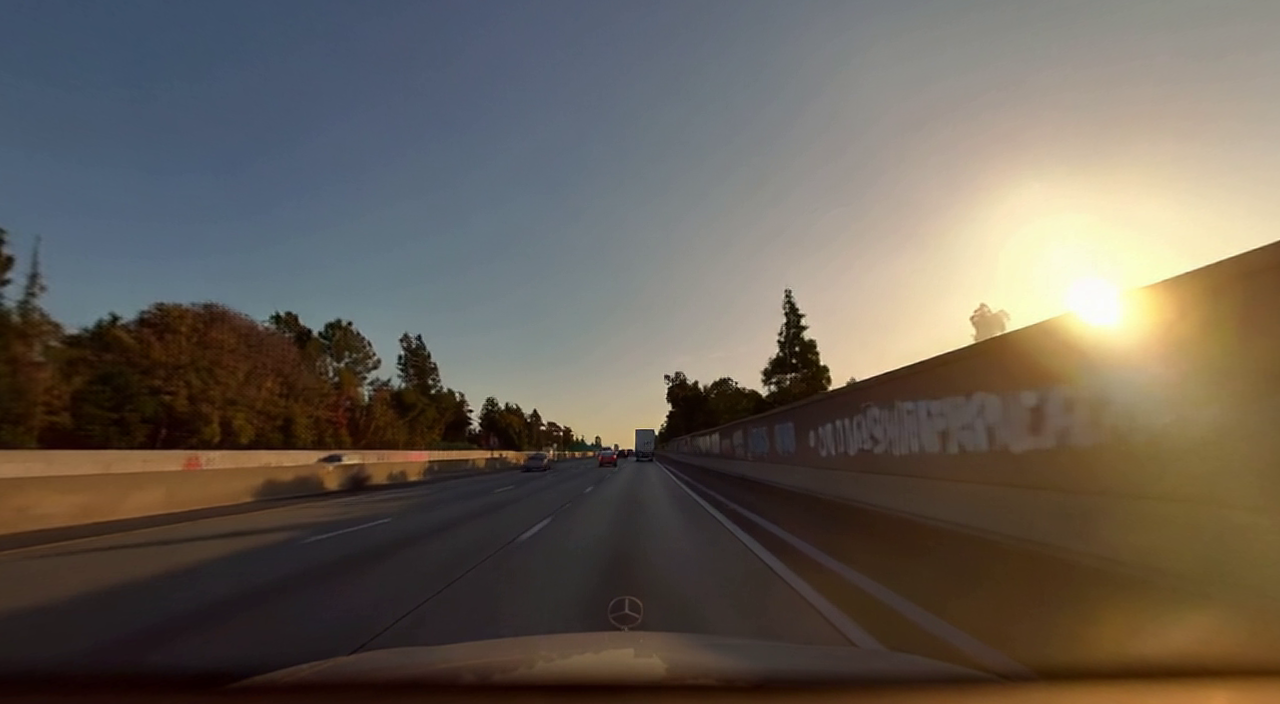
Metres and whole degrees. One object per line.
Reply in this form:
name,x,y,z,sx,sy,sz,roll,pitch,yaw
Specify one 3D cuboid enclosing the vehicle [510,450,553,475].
vehicle,-6.627,6.767,38.672,2.027,1.431,3.033,0,-9,1
